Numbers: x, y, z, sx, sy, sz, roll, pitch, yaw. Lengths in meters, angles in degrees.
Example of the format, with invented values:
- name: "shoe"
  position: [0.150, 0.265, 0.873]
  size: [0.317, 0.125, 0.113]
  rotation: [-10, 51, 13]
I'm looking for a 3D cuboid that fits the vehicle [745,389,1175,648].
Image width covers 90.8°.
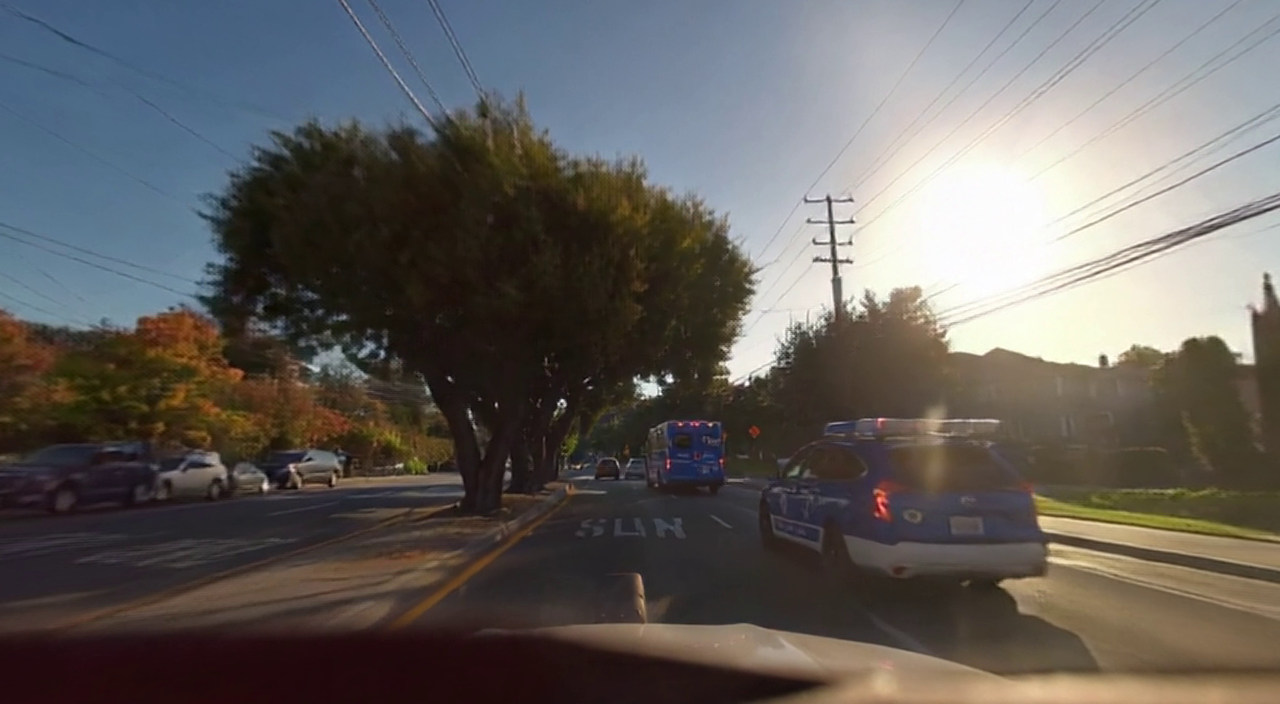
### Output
- name: "vehicle"
  position: [2.843, 1.604, 7.266]
  size: [2.194, 1.922, 4.822]
  rotation: [0, -8, -3]

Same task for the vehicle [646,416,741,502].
- name: "vehicle"
  position: [1.728, 3.787, 22.791]
  size: [2.406, 2.687, 5.521]
  rotation: [1, -9, -6]
